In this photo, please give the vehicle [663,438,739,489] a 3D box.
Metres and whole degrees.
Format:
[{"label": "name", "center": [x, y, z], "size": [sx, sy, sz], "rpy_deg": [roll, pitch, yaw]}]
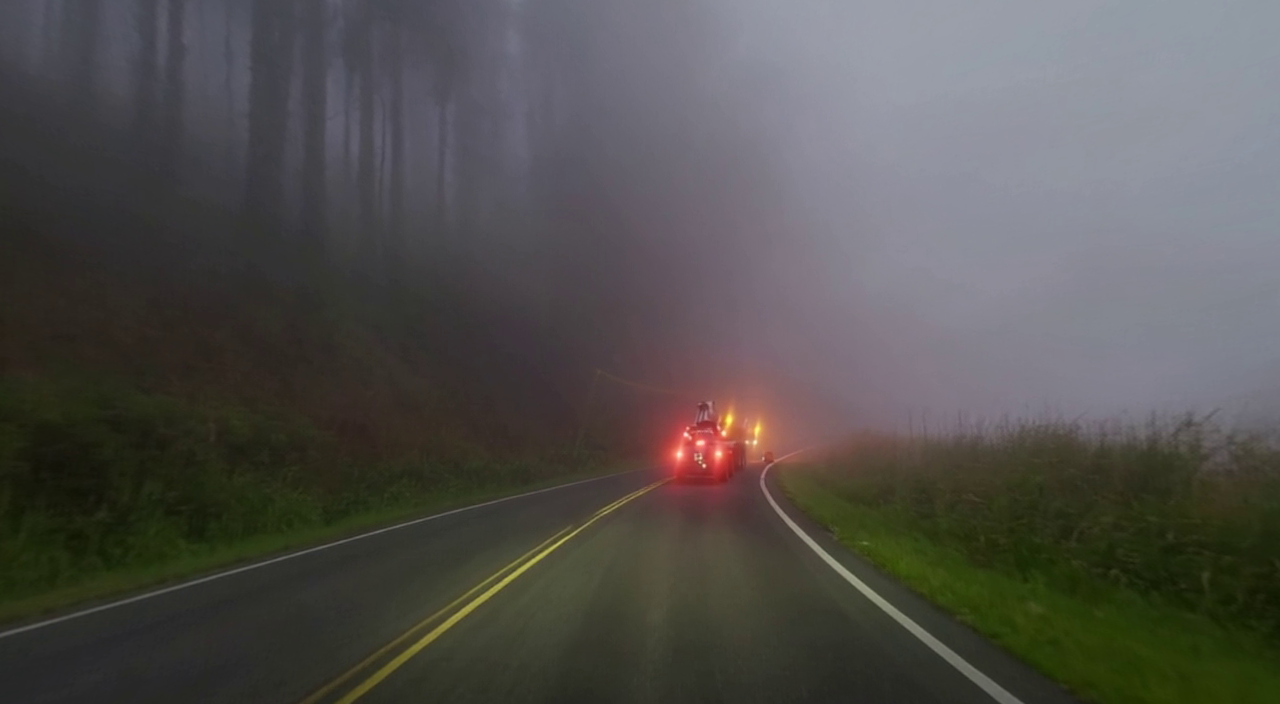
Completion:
[{"label": "vehicle", "center": [2.044, 3.590, 20.723], "size": [2.196, 1.465, 4.294], "rpy_deg": [-1, -8, 7]}]
